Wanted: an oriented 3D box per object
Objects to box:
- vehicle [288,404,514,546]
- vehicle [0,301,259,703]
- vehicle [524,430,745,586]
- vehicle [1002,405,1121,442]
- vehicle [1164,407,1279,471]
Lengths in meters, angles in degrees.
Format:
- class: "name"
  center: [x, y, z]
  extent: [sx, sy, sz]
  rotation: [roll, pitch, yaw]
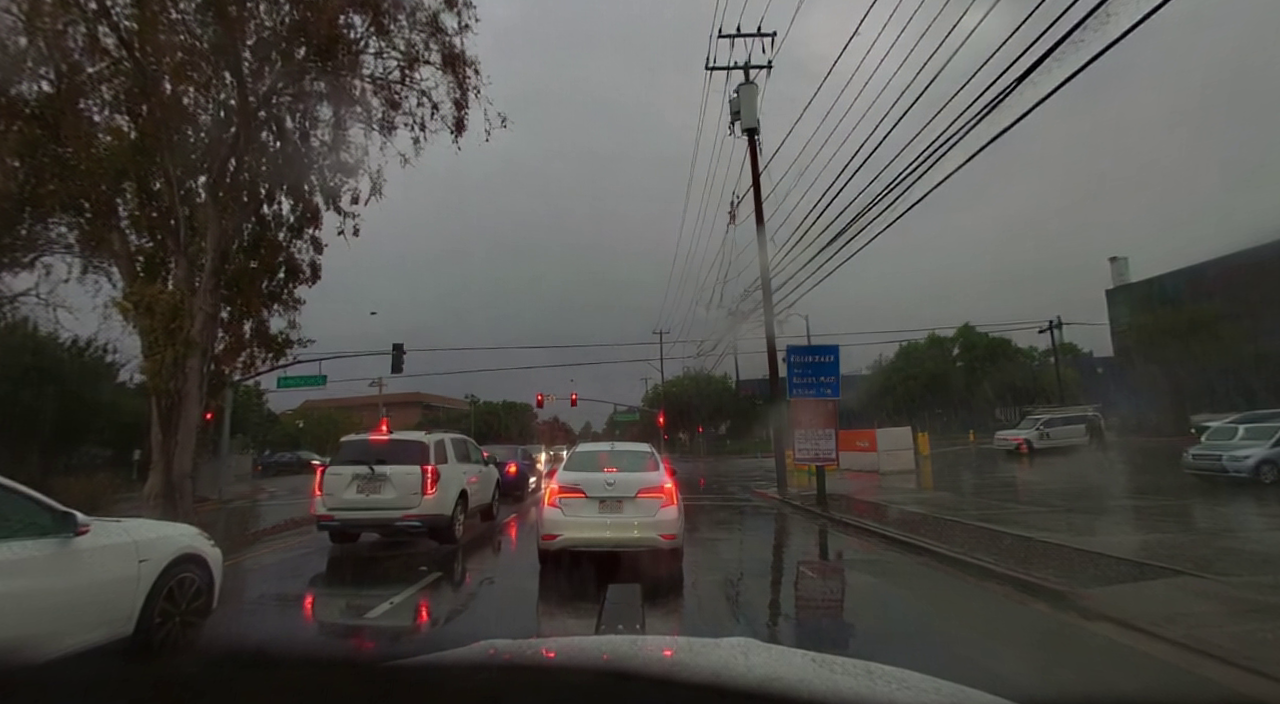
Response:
- class: "vehicle"
  center: [-3.846, 2.088, 11.370]
  extent: [2.147, 1.963, 4.927]
  rotation: [0, -8, 0]
- class: "vehicle"
  center: [-3.593, 0.635, 1.525]
  extent: [2.085, 1.943, 5.053]
  rotation: [0, -8, 1]
- class: "vehicle"
  center: [-0.103, 1.802, 8.142]
  extent: [2.121, 1.474, 3.968]
  rotation: [0, -8, -2]
- class: "vehicle"
  center: [26.892, 4.627, 40.496]
  extent: [5.782, 2.286, 2.223]
  rotation: [-1, -9, 5]
- class: "vehicle"
  center: [17.018, 2.540, 18.260]
  extent: [1.858, 1.622, 4.491]
  rotation: [-5, -10, 28]
